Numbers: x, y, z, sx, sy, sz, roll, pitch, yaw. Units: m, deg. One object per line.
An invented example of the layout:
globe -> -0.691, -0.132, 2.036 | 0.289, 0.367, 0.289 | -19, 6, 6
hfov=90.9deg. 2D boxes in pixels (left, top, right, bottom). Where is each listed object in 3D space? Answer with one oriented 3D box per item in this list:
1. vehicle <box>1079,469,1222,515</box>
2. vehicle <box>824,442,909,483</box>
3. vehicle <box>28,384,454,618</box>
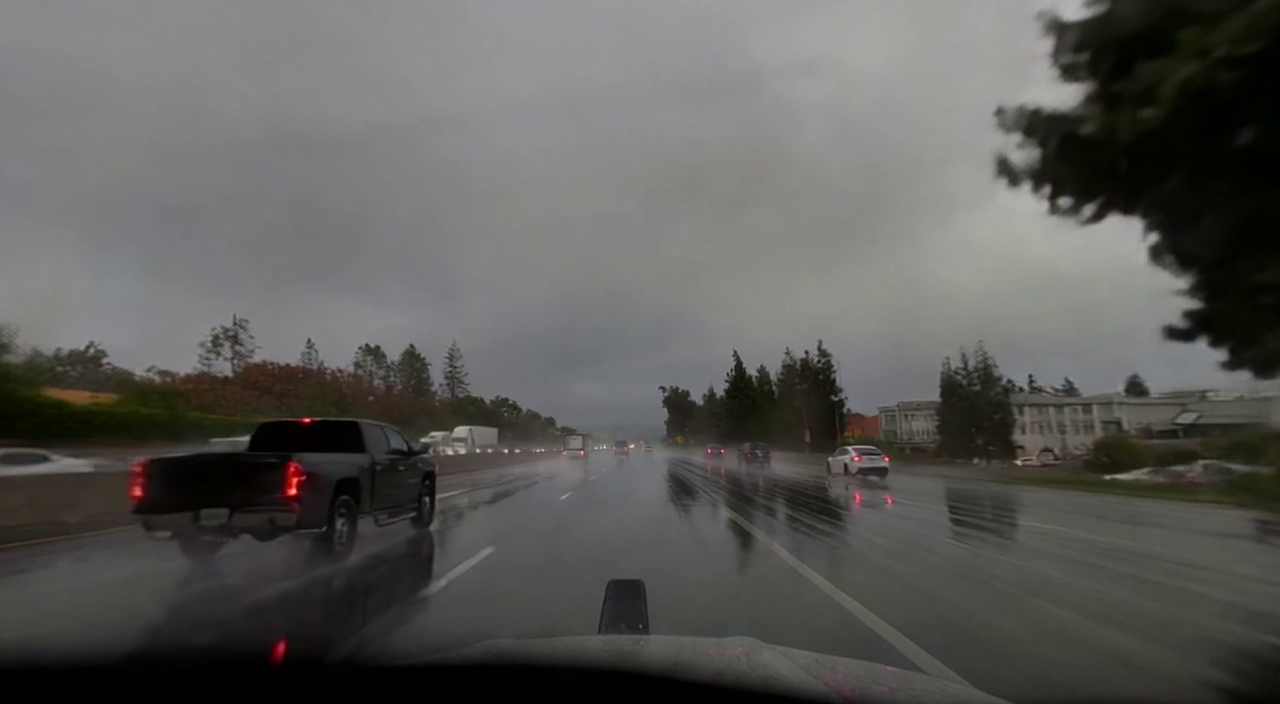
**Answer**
vehicle -> 29.365, 8.110, 36.527 | 5.938, 2.070, 2.138 | -5, -5, 11
vehicle -> 9.697, 4.747, 27.389 | 1.971, 1.638, 4.295 | 0, -9, -1
vehicle -> -4.007, 1.584, 7.674 | 1.994, 1.911, 4.819 | 0, -9, 0
